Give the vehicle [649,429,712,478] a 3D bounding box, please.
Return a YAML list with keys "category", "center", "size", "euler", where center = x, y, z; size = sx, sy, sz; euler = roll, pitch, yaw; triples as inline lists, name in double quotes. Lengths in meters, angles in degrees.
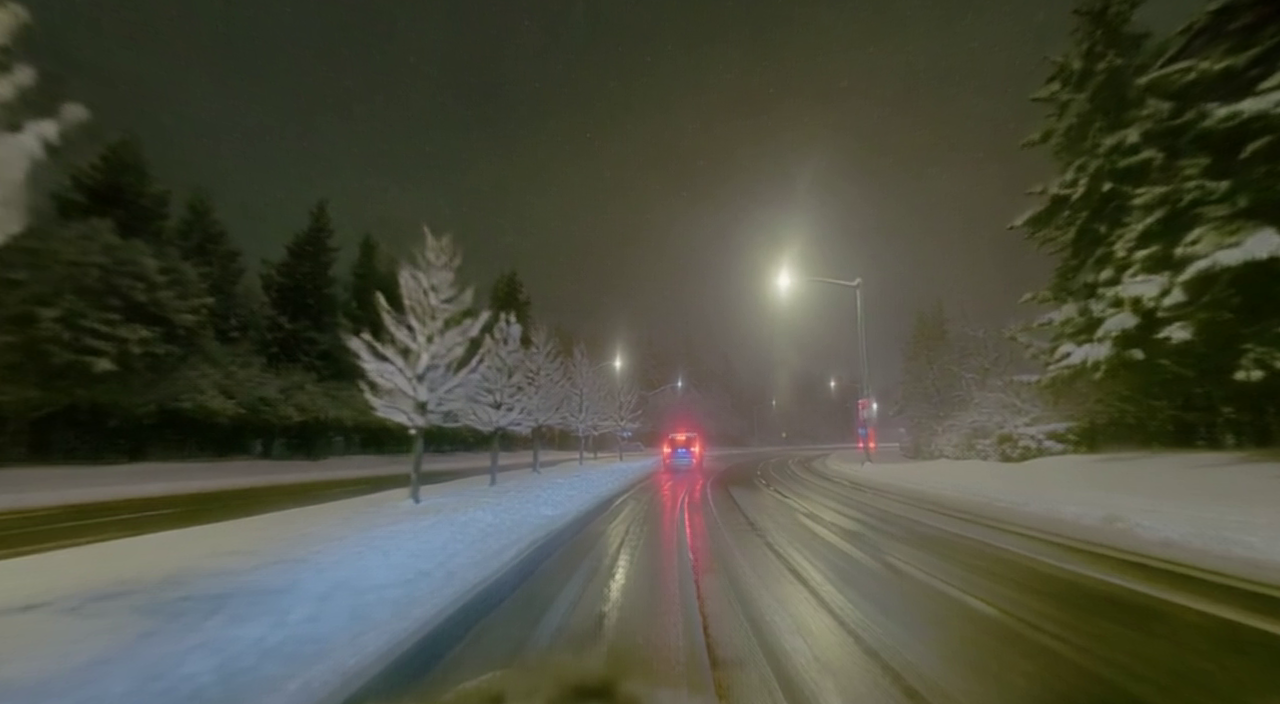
- category: "vehicle"
  center: [1.932, 4.475, 28.005]
  size: [2.371, 1.926, 5.615]
  euler: [-1, -9, 8]
